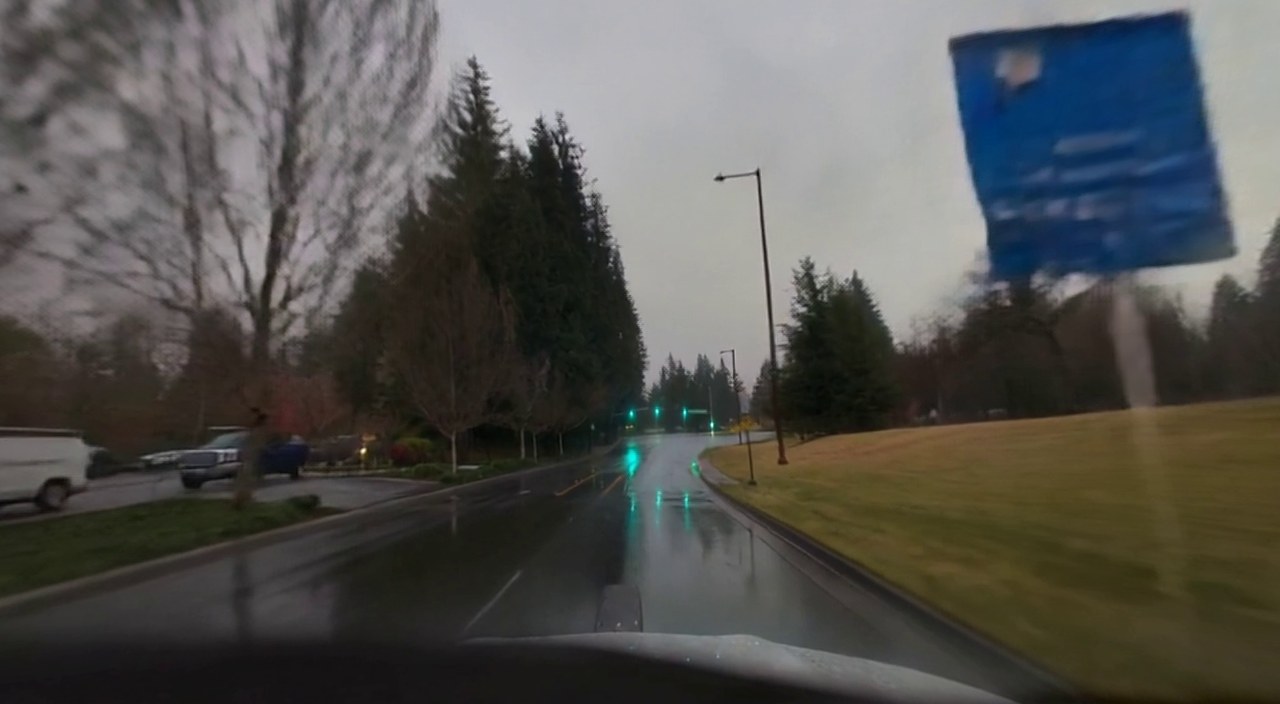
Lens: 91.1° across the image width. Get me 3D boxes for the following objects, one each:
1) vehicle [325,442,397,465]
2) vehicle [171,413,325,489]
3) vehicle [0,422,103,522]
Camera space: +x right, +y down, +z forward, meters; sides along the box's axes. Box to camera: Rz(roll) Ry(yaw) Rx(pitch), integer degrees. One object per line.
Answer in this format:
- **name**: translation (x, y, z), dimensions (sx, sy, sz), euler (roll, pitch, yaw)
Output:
- **vehicle**: translation (-19.312, 7.016, 43.554), dimensions (4.187, 1.510, 1.857), euler (6, -11, -39)
- **vehicle**: translation (-18.443, 4.674, 30.257), dimensions (2.739, 3.171, 7.030), euler (-1, -8, 1)
- **vehicle**: translation (-18.105, 3.195, 16.645), dimensions (2.327, 2.595, 6.045), euler (-1, -9, 0)
